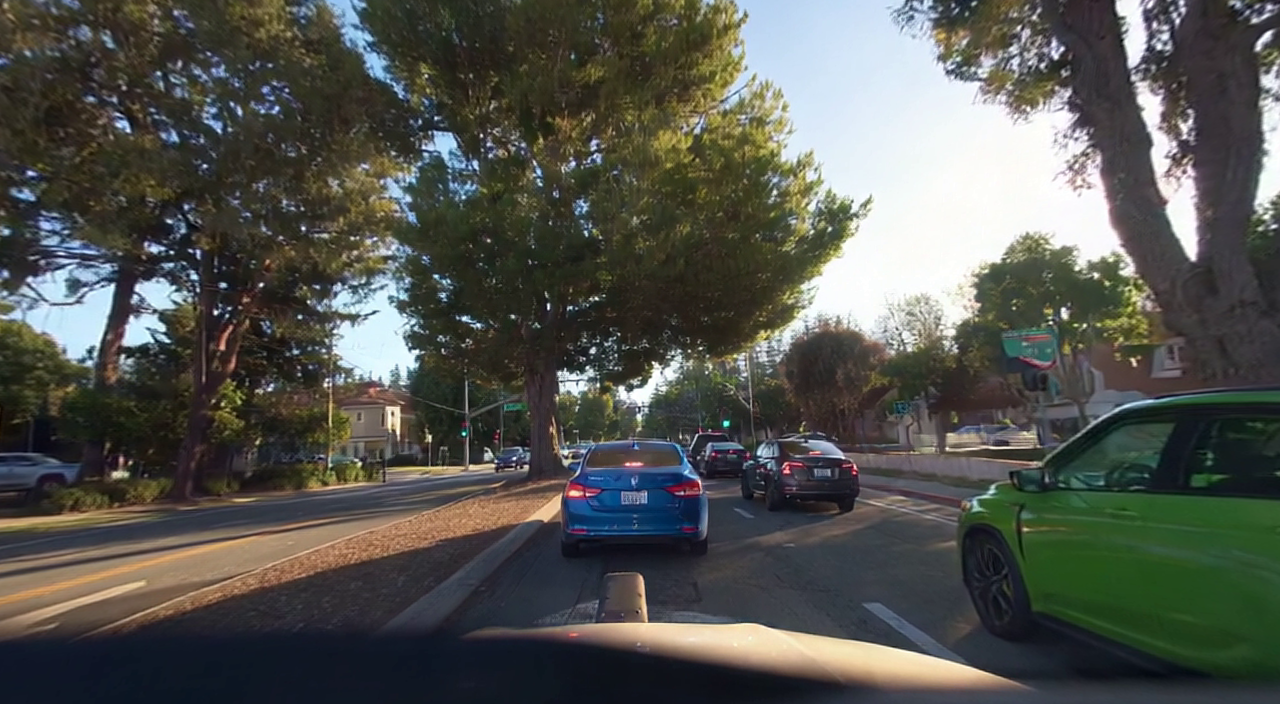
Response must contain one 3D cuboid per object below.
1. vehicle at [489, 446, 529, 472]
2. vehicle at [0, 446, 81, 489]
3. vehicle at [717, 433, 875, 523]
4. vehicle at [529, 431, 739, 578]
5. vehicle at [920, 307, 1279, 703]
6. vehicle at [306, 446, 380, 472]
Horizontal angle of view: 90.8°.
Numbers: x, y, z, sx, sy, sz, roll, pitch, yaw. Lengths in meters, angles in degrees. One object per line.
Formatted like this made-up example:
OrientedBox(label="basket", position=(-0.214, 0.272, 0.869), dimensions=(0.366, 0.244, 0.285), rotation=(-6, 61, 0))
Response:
OrientedBox(label="vehicle", position=(-9.439, 7.718, 45.779), dimensions=(1.996, 1.680, 4.203), rotation=(-3, -8, -2))
OrientedBox(label="vehicle", position=(-22.537, 4.045, 22.241), dimensions=(4.092, 1.438, 1.639), rotation=(-1, -8, 0))
OrientedBox(label="vehicle", position=(2.938, 2.482, 13.057), dimensions=(1.971, 1.517, 4.521), rotation=(0, -8, -2))
OrientedBox(label="vehicle", position=(-0.108, 1.898, 8.727), dimensions=(2.186, 1.500, 4.141), rotation=(0, -8, -1))
OrientedBox(label="vehicle", position=(3.361, 0.823, 3.012), dimensions=(2.006, 1.766, 4.345), rotation=(0, -8, 0))
OrientedBox(label="vehicle", position=(-19.886, 7.156, 42.410), dimensions=(3.957, 1.630, 1.881), rotation=(0, -8, 0))
